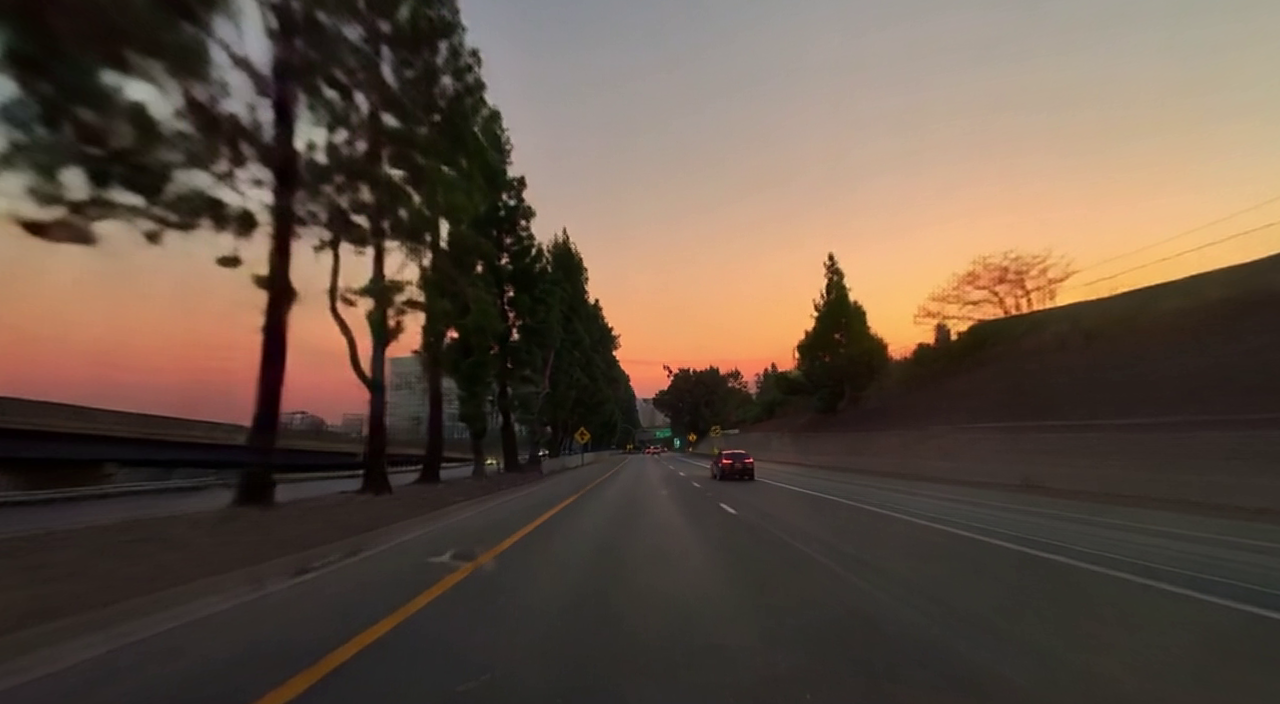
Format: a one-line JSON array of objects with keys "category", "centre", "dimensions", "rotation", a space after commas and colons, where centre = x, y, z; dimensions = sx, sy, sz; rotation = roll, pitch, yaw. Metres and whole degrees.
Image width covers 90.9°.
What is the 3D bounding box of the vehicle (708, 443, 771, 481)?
[{"category": "vehicle", "centre": [4.344, 4.855, 28.147], "dimensions": [2.042, 1.518, 4.477], "rotation": [0, -9, -1]}]
